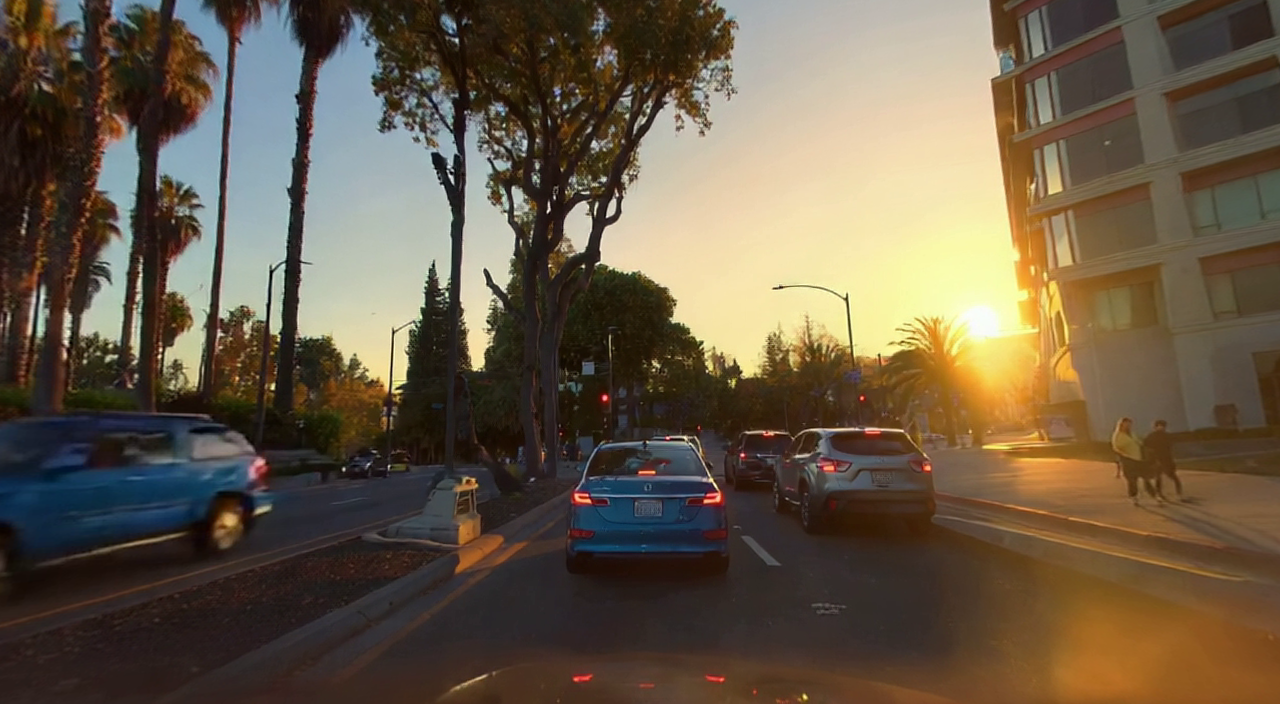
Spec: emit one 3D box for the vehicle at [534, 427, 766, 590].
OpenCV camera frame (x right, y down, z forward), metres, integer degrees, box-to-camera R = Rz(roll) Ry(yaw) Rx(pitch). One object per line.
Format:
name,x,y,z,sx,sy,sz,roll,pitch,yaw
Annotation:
vehicle,0.136,1.719,7.774,2.088,1.452,3.993,0,-8,1

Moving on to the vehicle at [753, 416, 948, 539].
vehicle,3.394,2.115,11.241,2.003,1.733,4.319,0,-8,1

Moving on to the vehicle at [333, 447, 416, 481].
vehicle,-13.168,5.559,31.736,1.965,1.507,4.725,-1,-8,2

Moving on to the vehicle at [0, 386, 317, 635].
vehicle,-5.655,1.415,6.312,2.068,1.811,4.910,-1,-8,3
